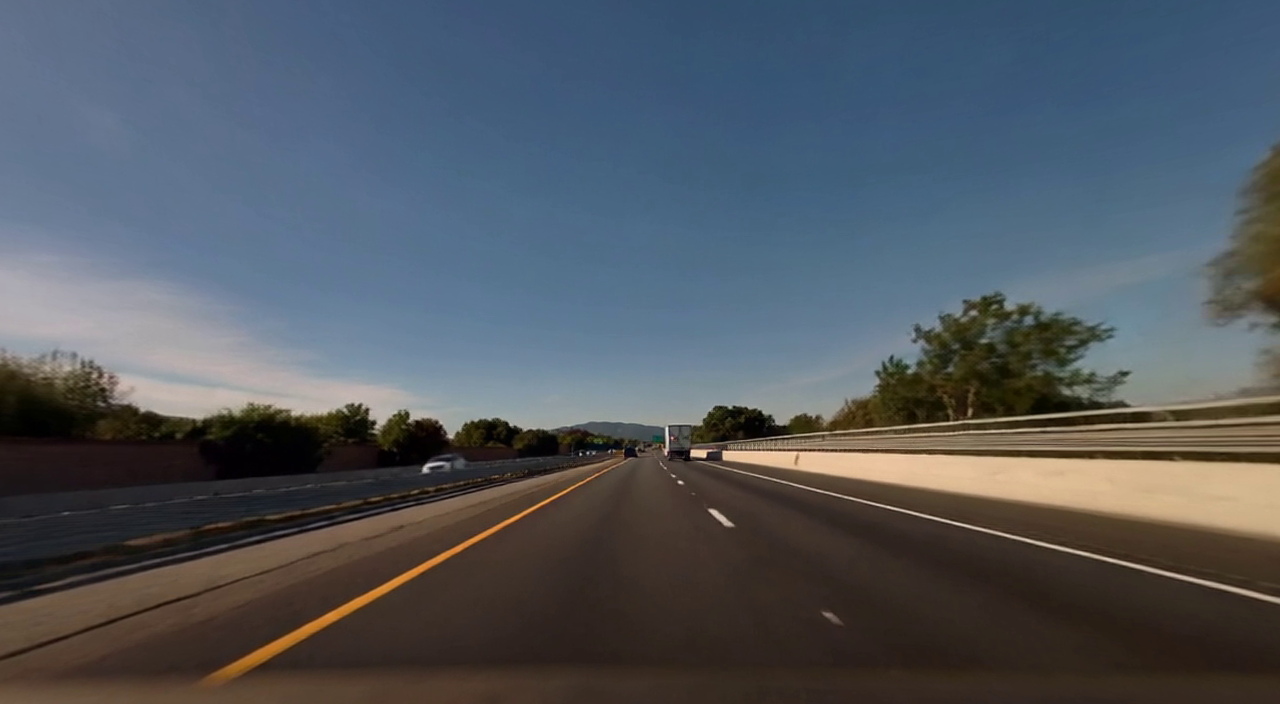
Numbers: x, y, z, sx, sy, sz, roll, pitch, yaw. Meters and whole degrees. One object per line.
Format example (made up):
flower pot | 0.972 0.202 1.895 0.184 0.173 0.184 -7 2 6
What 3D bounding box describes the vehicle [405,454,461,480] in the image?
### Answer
vehicle | -13.233 7.339 40.390 1.880 1.514 4.697 -1 -9 1
